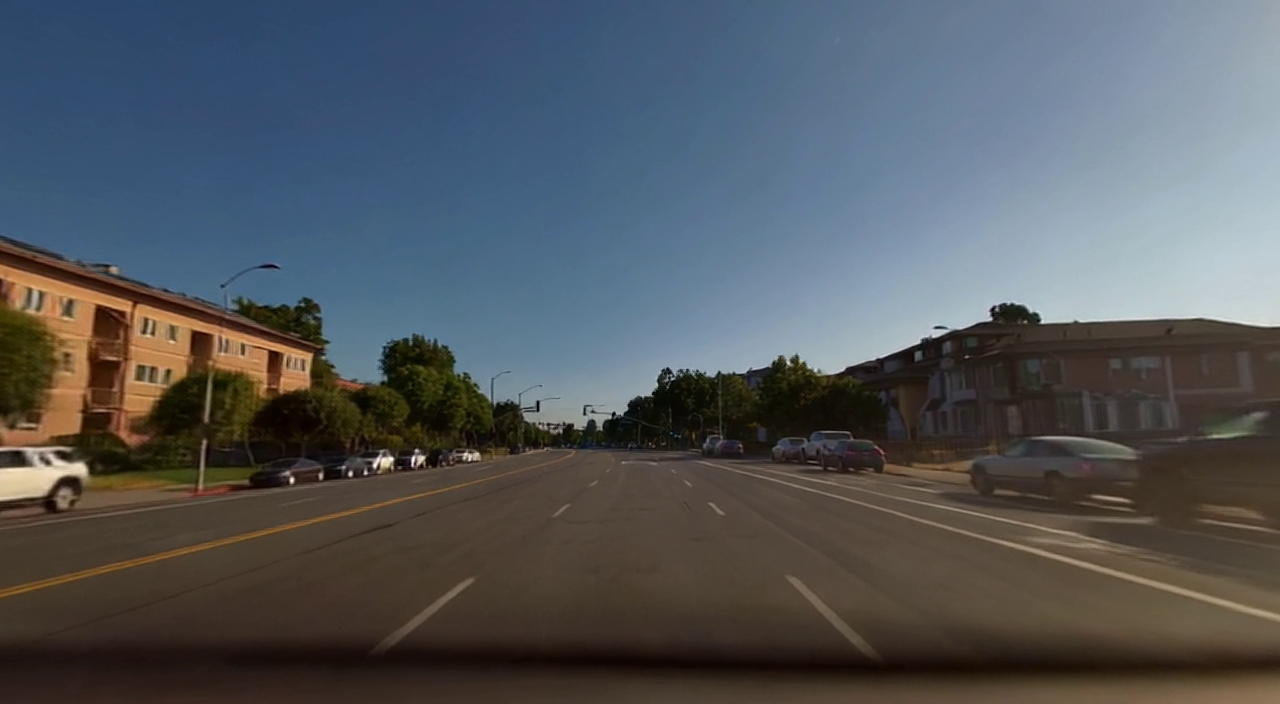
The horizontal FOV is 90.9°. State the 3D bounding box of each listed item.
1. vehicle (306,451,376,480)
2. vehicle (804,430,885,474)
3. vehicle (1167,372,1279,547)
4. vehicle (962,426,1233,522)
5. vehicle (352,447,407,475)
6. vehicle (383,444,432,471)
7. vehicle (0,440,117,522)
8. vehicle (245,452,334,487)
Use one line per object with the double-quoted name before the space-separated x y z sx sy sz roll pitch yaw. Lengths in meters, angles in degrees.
"vehicle" -16.996 6.456 36.081 1.807 1.466 4.693 -1 -8 -2
"vehicle" 9.995 4.949 31.303 2.091 1.962 5.091 1 -9 -2
"vehicle" 9.732 1.284 7.413 2.152 2.333 5.515 0 -8 -1
"vehicle" 9.847 2.660 14.383 2.159 1.734 5.384 0 -9 0
"vehicle" -17.163 7.188 41.830 1.859 1.694 4.638 -1 -8 -3
"vehicle" -17.519 7.946 47.740 2.099 1.917 4.720 0 -8 -3
"vehicle" -17.107 3.453 17.015 2.046 1.945 4.688 -1 -7 -2
"vehicle" -17.020 5.706 30.884 1.891 1.474 4.437 -1 -8 -2
